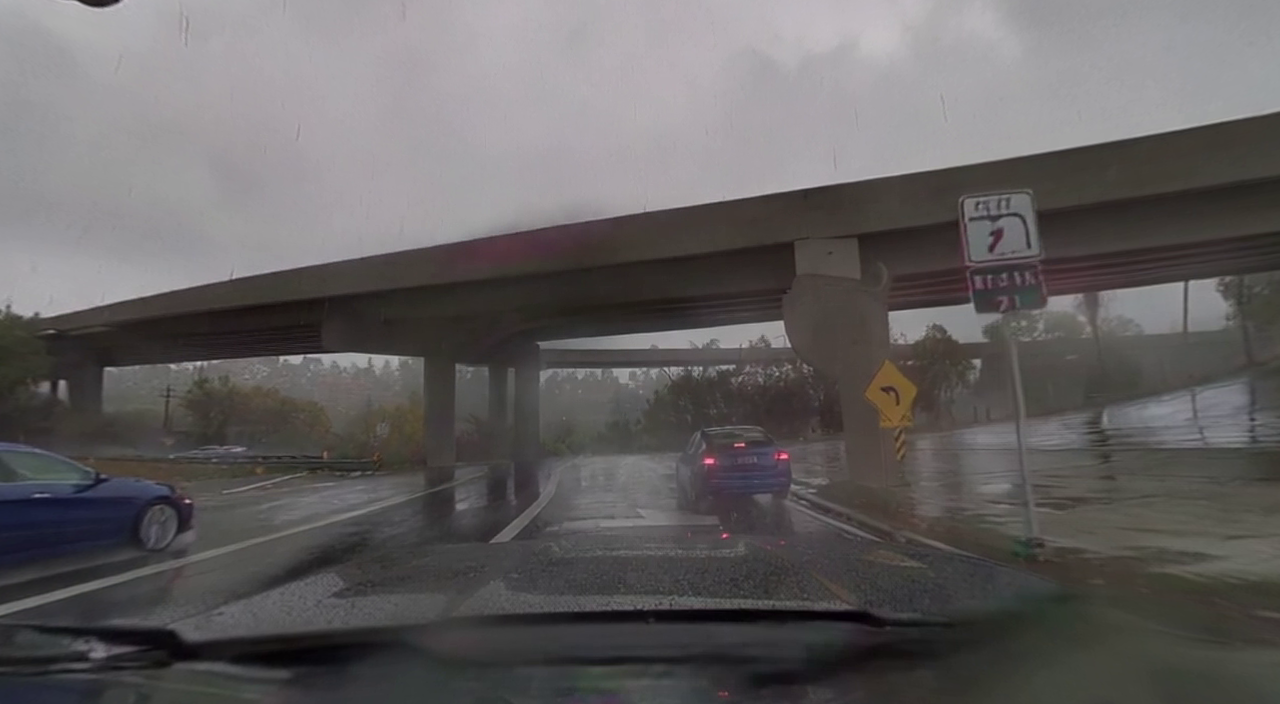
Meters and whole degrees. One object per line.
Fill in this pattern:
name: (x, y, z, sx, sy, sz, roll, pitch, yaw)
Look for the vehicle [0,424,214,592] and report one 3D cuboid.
vehicle: (-7.511, 1.721, 7.391, 2.108, 1.670, 4.235, 0, -8, -1)
